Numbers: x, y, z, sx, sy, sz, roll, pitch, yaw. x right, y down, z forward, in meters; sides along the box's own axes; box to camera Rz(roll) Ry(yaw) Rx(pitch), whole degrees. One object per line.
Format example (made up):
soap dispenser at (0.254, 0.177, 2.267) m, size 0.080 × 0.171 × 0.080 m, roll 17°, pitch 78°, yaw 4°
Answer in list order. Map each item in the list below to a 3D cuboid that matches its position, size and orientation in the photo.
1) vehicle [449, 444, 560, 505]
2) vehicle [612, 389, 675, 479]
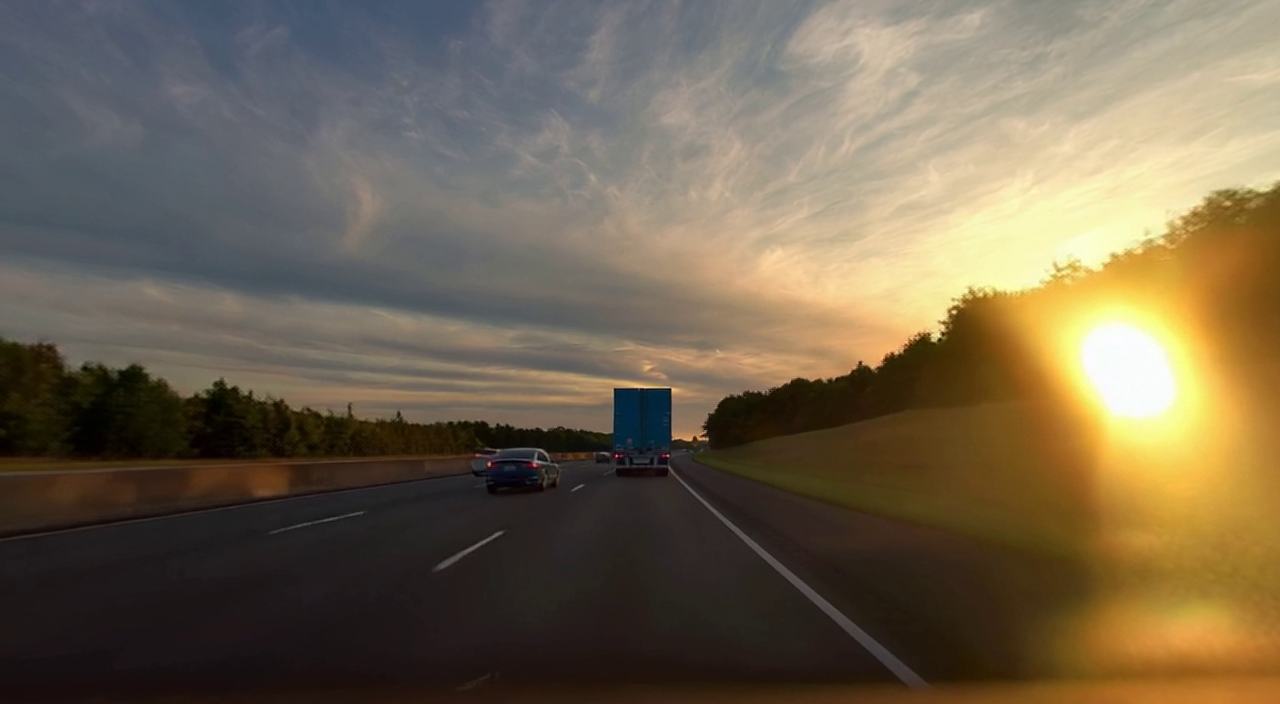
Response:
vehicle at (-3.634, 3.383, 17.853) m, size 2.092 × 1.465 × 4.448 m, roll 0°, pitch -9°, yaw 1°
vehicle at (0.254, 4.886, 36.527) m, size 2.851 × 4.098 × 14.436 m, roll -1°, pitch -9°, yaw 1°
